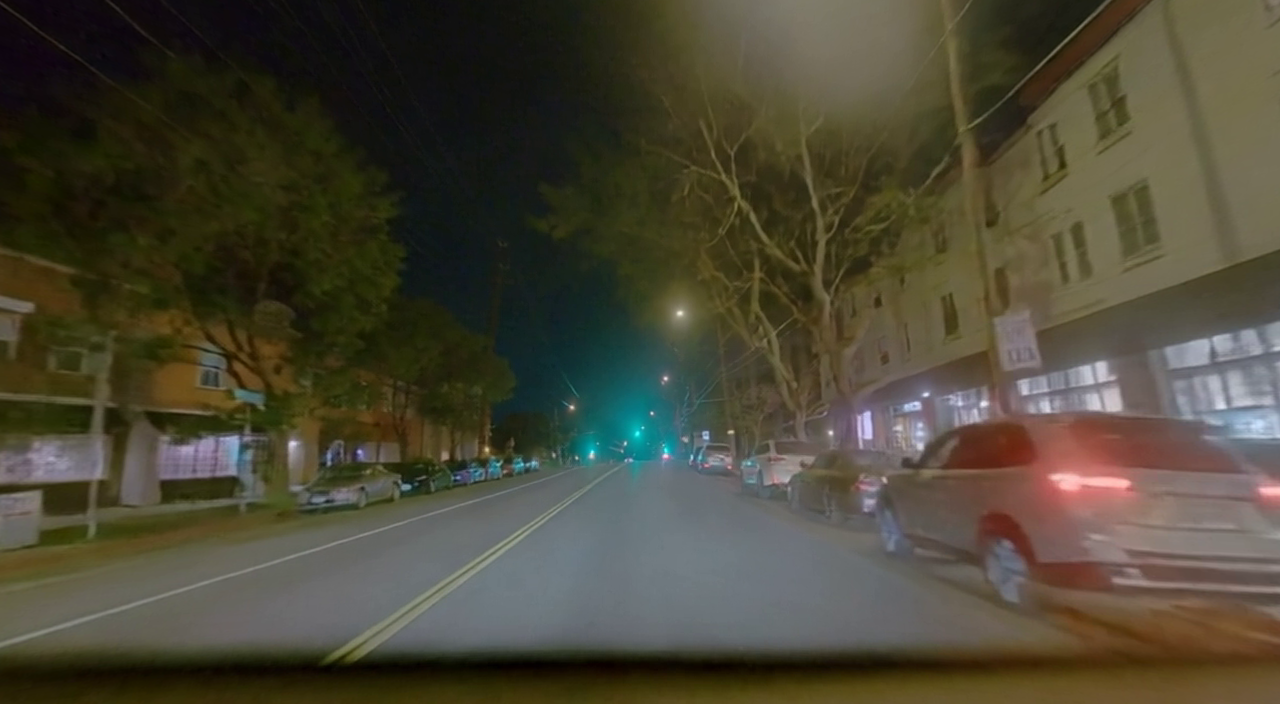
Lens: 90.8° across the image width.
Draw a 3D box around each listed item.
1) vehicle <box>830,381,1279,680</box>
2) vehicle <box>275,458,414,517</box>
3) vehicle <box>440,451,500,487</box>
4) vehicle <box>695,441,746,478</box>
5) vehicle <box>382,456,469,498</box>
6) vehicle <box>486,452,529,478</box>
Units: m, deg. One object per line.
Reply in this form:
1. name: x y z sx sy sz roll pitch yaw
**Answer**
1. vehicle: 3.775 1.414 6.240 2.225 1.759 4.817 0 -9 -1
2. vehicle: -9.070 4.178 19.974 2.208 1.508 4.590 0 -9 0
3. vehicle: -9.016 6.224 33.792 2.051 1.657 4.322 -3 -10 0
4. vehicle: 4.028 5.477 32.407 2.155 1.747 4.311 -1 -9 2
5. vehicle: -8.896 5.203 26.698 1.948 1.508 4.656 -1 -9 1
6. vehicle: -8.943 7.681 42.876 1.884 1.526 4.061 -5 -10 2
